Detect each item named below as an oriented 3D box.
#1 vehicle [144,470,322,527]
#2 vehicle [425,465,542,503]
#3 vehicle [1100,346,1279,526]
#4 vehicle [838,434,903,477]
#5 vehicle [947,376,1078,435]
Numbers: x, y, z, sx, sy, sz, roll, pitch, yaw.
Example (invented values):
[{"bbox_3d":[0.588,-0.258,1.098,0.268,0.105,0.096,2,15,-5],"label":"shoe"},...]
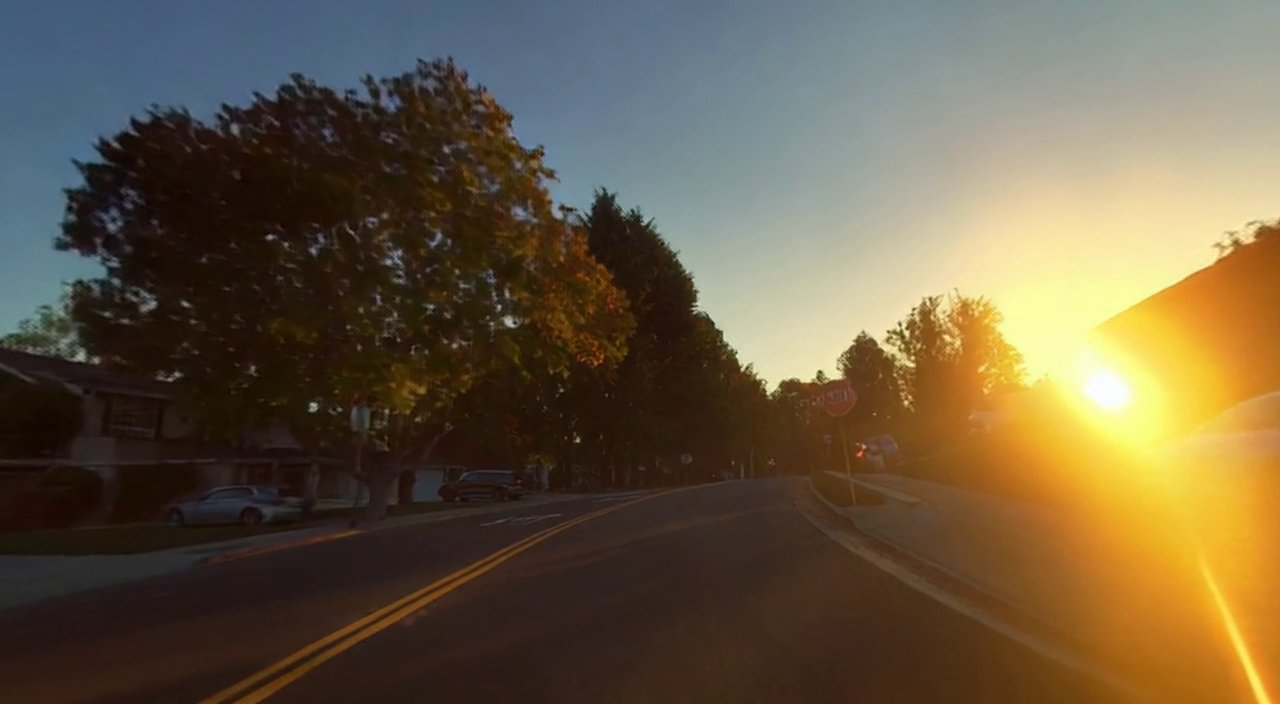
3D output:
[{"bbox_3d":[-12.422,4.470,19.520,4.175,1.492,1.845,-1,-9,-3],"label":"vehicle"},{"bbox_3d":[-8.334,7.135,34.067,5.643,1.759,2.110,-1,-19,5],"label":"vehicle"},{"bbox_3d":[9.045,0.991,7.973,4.740,1.638,2.018,-3,-24,-6],"label":"vehicle"},{"bbox_3d":[10.863,4.907,30.150,2.163,1.885,4.804,-2,-9,12],"label":"vehicle"},{"bbox_3d":[16.953,2.428,28.946,4.539,2.010,2.163,-7,0,5],"label":"vehicle"}]
